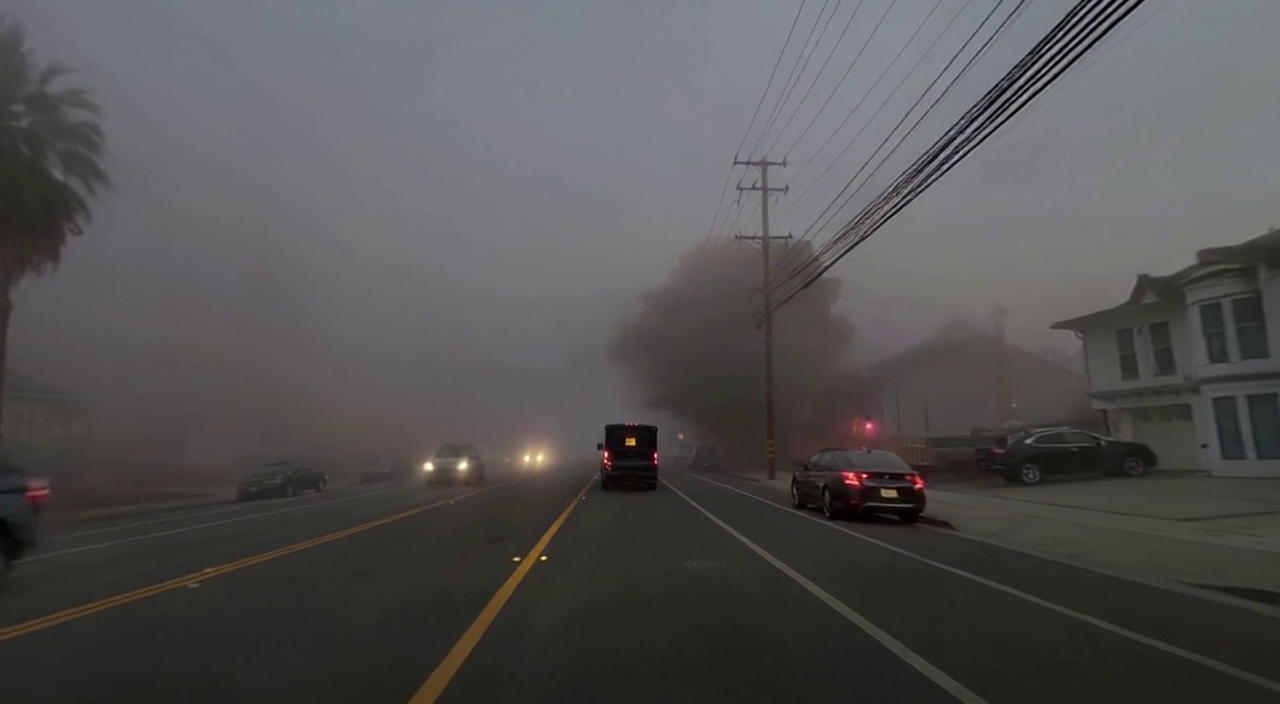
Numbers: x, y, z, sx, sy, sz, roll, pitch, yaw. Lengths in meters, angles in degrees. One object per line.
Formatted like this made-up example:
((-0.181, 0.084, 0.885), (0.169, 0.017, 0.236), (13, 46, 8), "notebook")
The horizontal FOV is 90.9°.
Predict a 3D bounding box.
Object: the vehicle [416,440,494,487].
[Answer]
((-7.450, 4.484, 25.823), (1.993, 1.737, 4.353), (0, -8, -2), "vehicle")

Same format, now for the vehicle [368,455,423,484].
((-14.053, 6.755, 36.412), (1.841, 1.356, 3.938), (-4, -8, -3), "vehicle")

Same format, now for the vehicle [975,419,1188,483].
((13.379, 3.023, 19.380), (4.749, 1.699, 2.311), (-1, -8, -1), "vehicle")

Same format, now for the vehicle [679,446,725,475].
((3.408, 6.042, 35.332), (1.946, 1.530, 4.240), (0, -8, -3), "vehicle")

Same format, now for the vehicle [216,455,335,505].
((-13.371, 4.695, 23.497), (2.004, 1.441, 4.572), (-3, -8, -4), "vehicle")

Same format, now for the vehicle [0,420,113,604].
((-6.744, 1.313, 4.734), (1.965, 1.653, 4.251), (0, -8, -3), "vehicle")

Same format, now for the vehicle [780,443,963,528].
((4.543, 2.653, 13.201), (2.022, 1.456, 4.246), (1, -8, -3), "vehicle")

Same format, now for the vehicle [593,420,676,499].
((-0.292, 3.162, 18.900), (2.168, 2.040, 4.527), (1, -8, -4), "vehicle")
